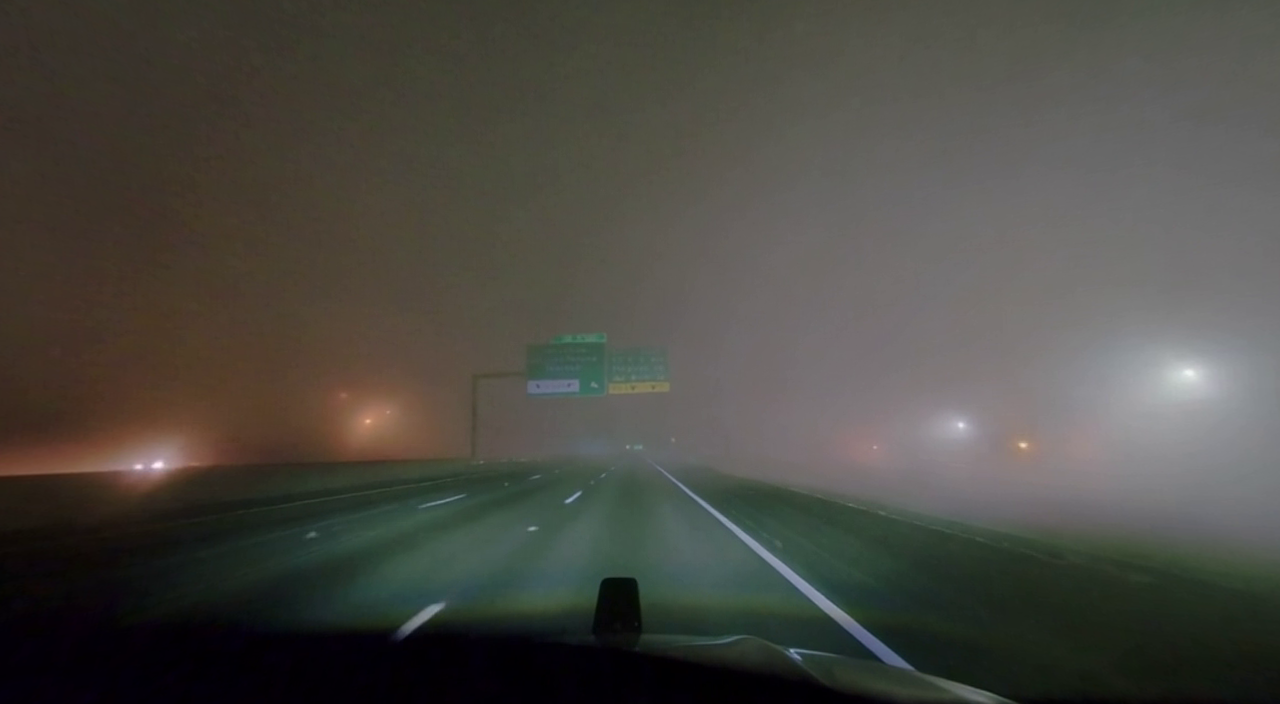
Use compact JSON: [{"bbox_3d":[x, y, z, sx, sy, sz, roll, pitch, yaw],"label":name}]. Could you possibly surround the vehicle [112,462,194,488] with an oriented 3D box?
[{"bbox_3d":[-31.407,7.947,40.737,1.757,1.442,4.577,0,-9,-2],"label":"vehicle"}]
